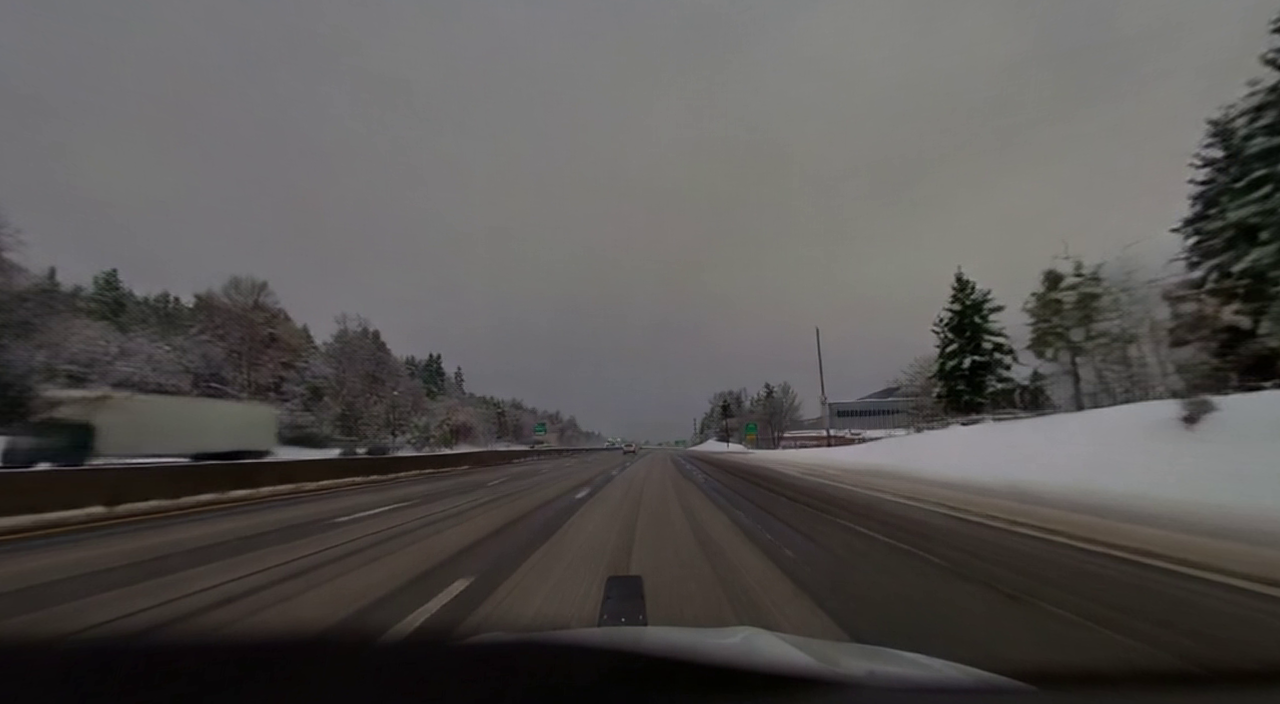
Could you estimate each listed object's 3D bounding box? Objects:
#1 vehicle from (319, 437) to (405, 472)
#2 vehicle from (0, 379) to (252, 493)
[{"bbox_3d":[-17.553,6.476,40.276,2.416,2.039,6.351,0,-8,2],"label":"vehicle"},{"bbox_3d":[-21.615,3.639,27.039,3.007,3.884,10.521,0,-8,1],"label":"vehicle"}]
